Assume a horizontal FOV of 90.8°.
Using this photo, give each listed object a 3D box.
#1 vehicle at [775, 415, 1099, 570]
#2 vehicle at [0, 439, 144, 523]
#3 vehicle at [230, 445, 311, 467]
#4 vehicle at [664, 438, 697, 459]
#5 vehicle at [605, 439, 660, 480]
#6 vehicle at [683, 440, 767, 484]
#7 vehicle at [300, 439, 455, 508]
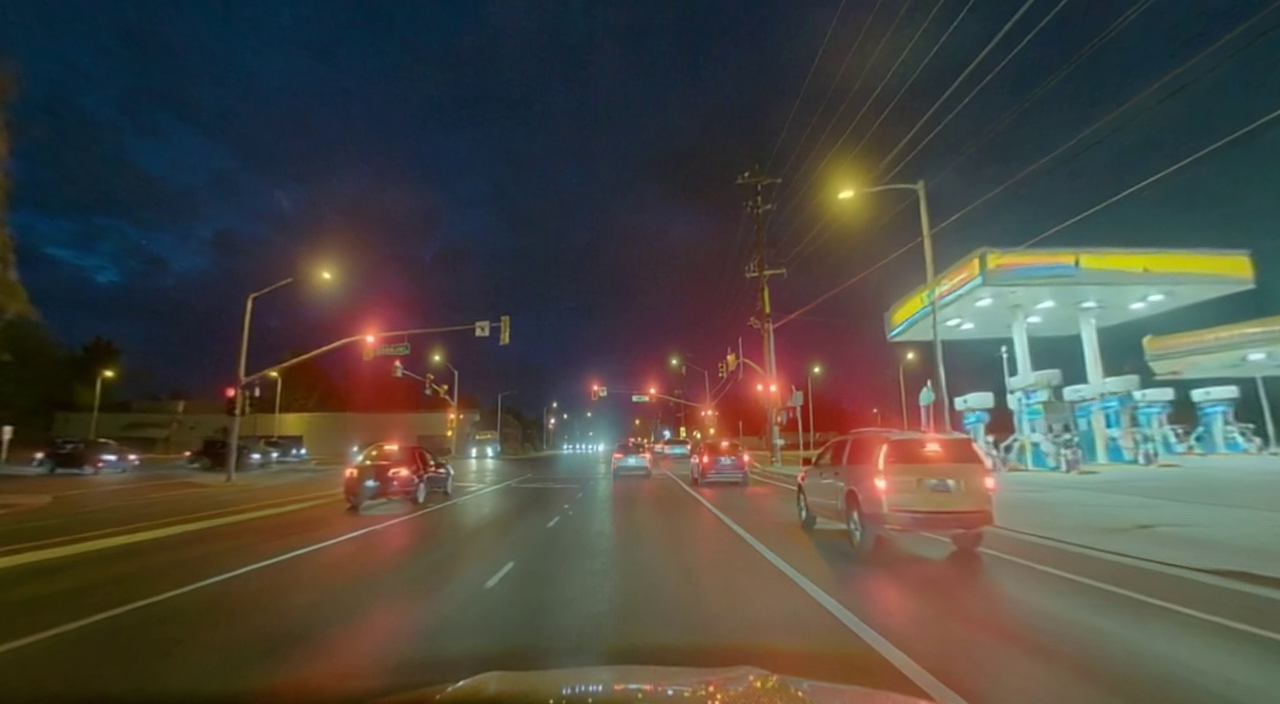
[{"bbox_3d":[3.793,1.889,9.341,2.452,1.682,4.565,0,-8,-2],"label":"vehicle"},{"bbox_3d":[-14.363,2.928,14.682,1.937,1.745,4.540,-1,-8,0],"label":"vehicle"},{"bbox_3d":[-27.355,7.704,46.868,4.635,1.525,2.111,0,-8,0],"label":"vehicle"},{"bbox_3d":[2.957,7.177,47.122,1.971,1.477,4.121,0,-8,-2],"label":"vehicle"},{"bbox_3d":[-0.329,4.298,25.563,2.065,1.484,3.894,0,-8,-1],"label":"vehicle"},{"bbox_3d":[2.989,3.975,23.236,2.208,1.436,4.542,0,-8,-3],"label":"vehicle"},{"bbox_3d":[-6.356,2.958,15.943,2.075,1.470,4.190,-1,-8,1],"label":"vehicle"}]
